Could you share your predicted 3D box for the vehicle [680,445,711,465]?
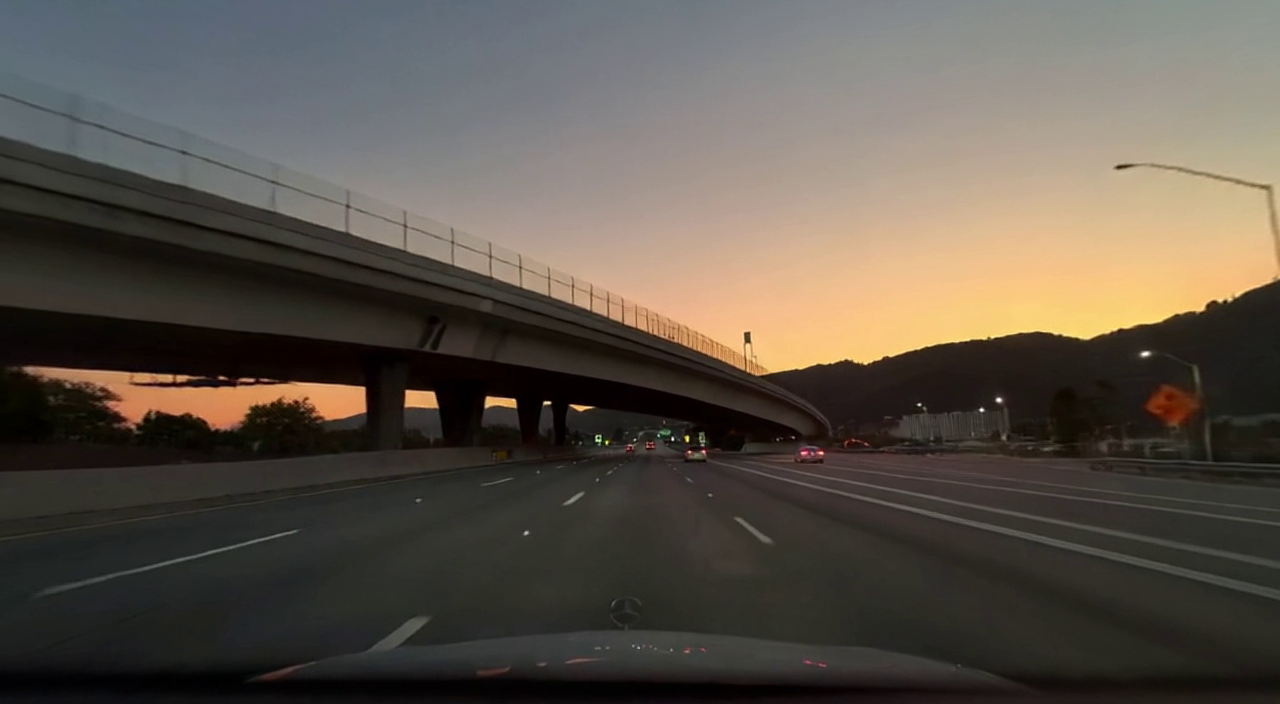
[{"bbox_3d":[4.166,7.790,47.888,1.912,1.478,4.125,0,-8,0],"label":"vehicle"}]
